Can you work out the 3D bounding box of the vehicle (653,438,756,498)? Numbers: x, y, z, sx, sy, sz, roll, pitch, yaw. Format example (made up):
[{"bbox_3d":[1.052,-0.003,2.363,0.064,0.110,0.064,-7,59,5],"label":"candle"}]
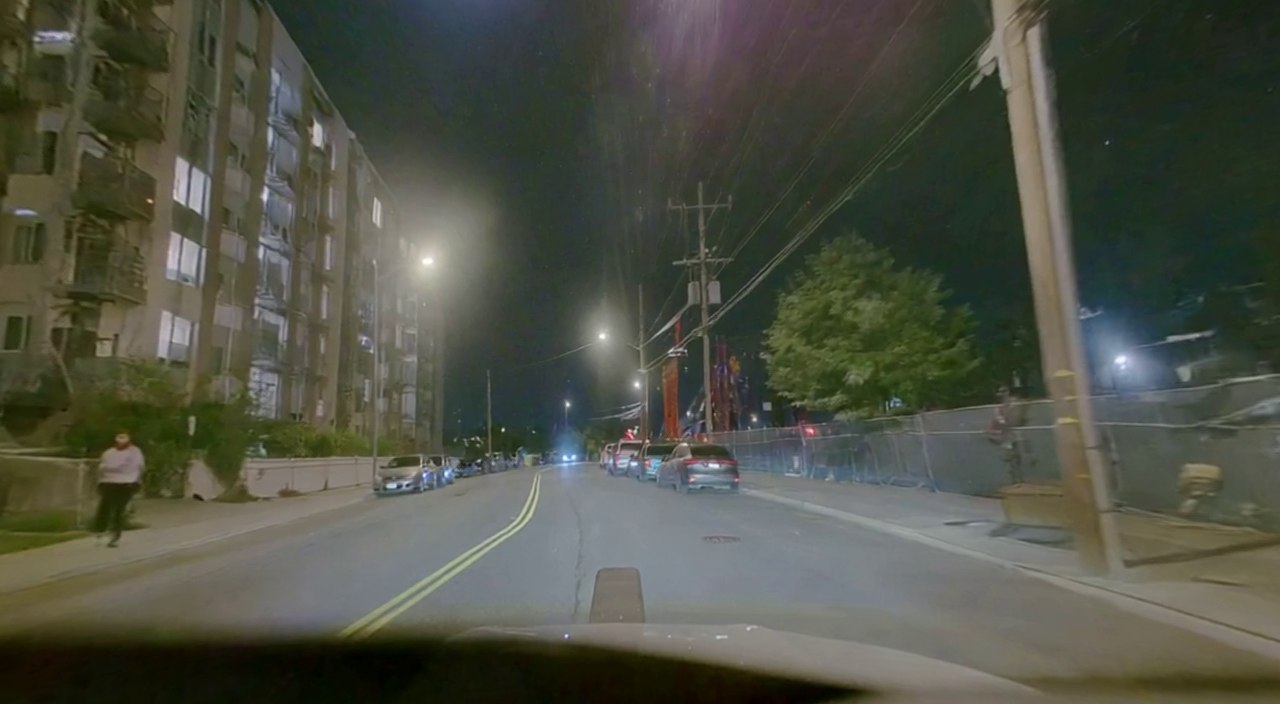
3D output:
[{"bbox_3d":[1.795,3.478,19.347,1.976,1.588,4.968,1,-9,-8],"label":"vehicle"}]

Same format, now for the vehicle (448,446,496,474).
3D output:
[{"bbox_3d":[-11.860,7.639,44.863,2.194,1.861,5.725,1,-9,-4],"label":"vehicle"}]

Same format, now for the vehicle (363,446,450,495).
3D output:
[{"bbox_3d":[-8.937,4.616,24.552,1.996,1.578,4.806,-3,-11,-5],"label":"vehicle"}]
